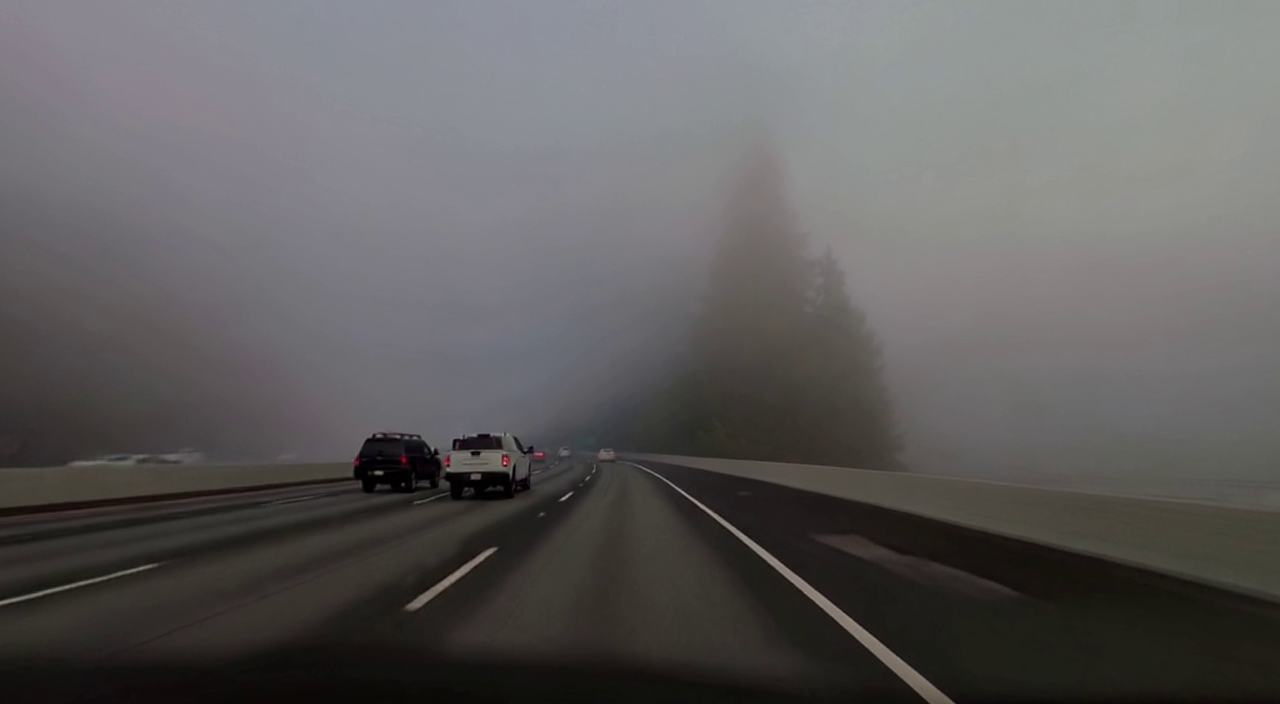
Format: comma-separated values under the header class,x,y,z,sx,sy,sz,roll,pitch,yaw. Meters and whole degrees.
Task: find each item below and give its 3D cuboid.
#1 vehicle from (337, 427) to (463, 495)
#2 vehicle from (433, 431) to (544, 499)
class,x,y,z,sx,sy,sz,roll,pitch,yaw
vehicle,-7.744,3.570,20.981,2.160,1.949,5.293,0,-9,-1
vehicle,-4.379,3.354,19.085,2.142,1.789,5.009,0,-9,-1
